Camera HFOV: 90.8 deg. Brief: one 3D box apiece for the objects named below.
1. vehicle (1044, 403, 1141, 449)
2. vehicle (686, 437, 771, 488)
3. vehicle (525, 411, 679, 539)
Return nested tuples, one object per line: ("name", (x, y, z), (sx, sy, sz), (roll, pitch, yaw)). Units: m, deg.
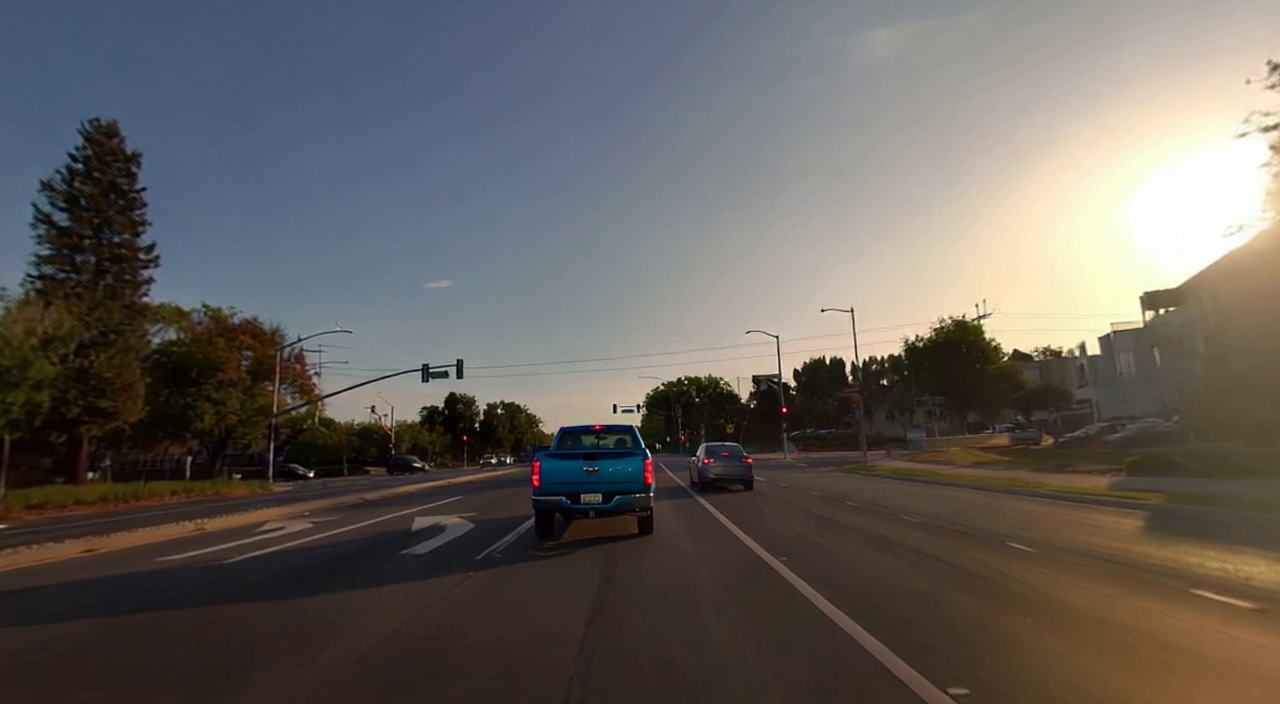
("vehicle", (30.303, 5.039, 42.505), (2.892, 2.881, 4.178), (2, -9, -16))
("vehicle", (2.768, 3.595, 20.861), (2.073, 1.484, 4.437), (0, -8, -1))
("vehicle", (-0.554, 2.064, 11.255), (2.145, 1.762, 4.731), (0, -8, -1))
